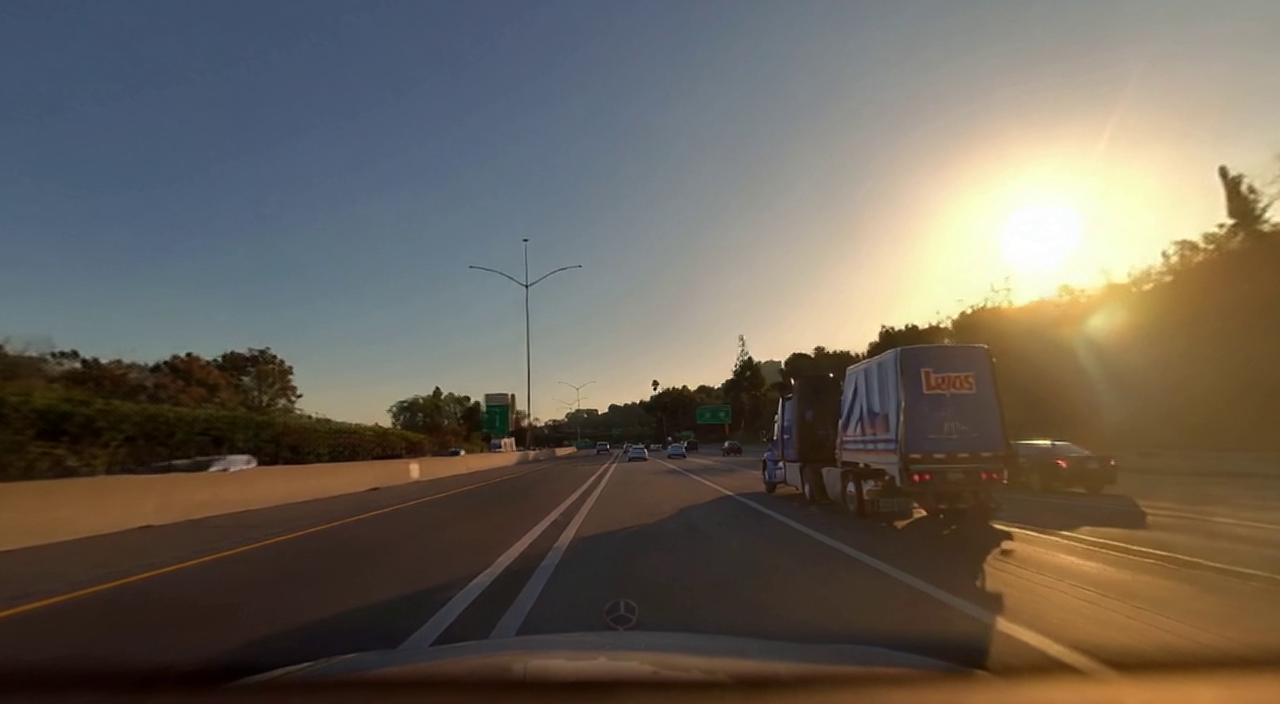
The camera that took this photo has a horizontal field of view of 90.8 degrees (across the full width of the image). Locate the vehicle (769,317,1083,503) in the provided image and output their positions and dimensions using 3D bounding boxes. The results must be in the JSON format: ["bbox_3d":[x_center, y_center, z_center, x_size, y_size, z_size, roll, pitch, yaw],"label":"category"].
[{"bbox_3d":[7.992,2.483,22.284,2.892,4.128,16.495,0,-9,-2],"label":"vehicle"}]

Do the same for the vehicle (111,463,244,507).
[{"bbox_3d":[-18.641,5.339,25.784,2.023,1.481,4.530,0,-9,-1],"label":"vehicle"}]

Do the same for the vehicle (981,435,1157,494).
[{"bbox_3d":[12.064,3.191,18.240,1.862,1.462,4.459,0,-9,-1],"label":"vehicle"}]
